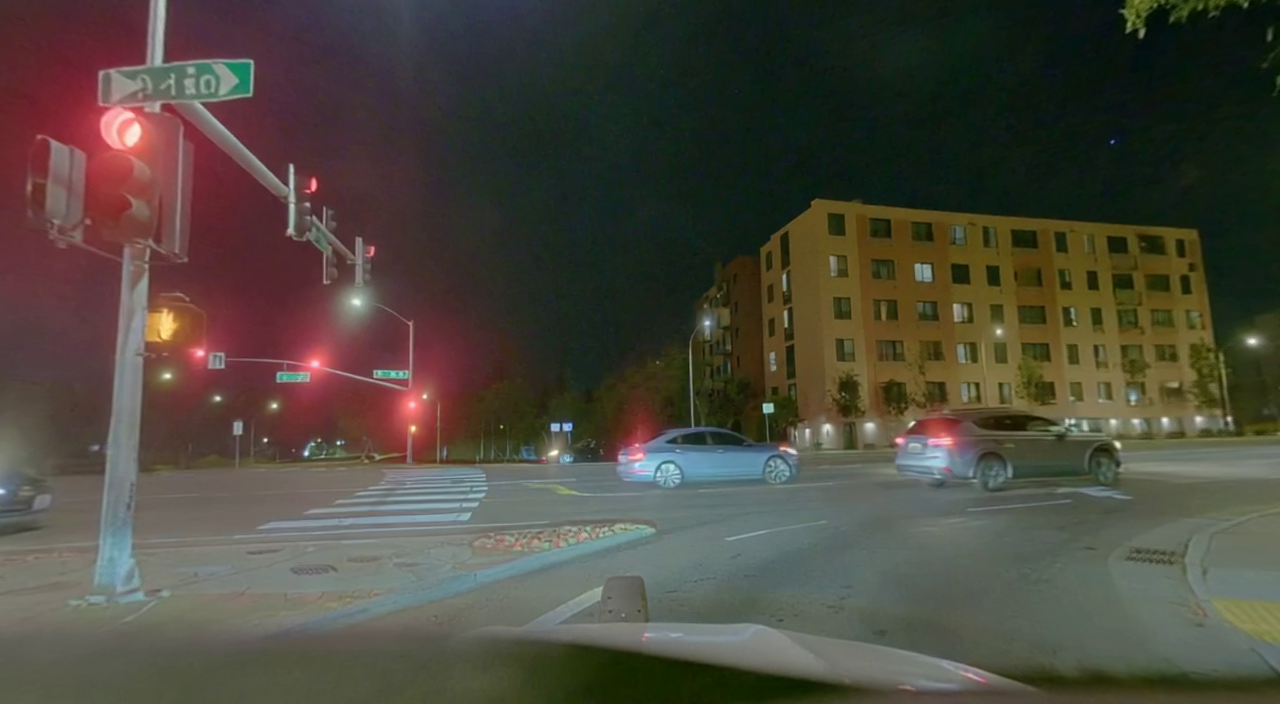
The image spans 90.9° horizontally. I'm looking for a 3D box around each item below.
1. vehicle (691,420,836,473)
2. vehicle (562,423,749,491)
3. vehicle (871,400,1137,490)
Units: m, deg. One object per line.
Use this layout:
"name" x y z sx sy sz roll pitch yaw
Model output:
"vehicle" 4.208 3.256 21.746 4.503 1.689 1.879 2 -9 -16
"vehicle" 0.377 2.826 17.242 4.719 1.671 1.985 2 -9 -16
"vehicle" 8.798 2.249 15.400 5.554 1.911 2.225 2 -9 -15
